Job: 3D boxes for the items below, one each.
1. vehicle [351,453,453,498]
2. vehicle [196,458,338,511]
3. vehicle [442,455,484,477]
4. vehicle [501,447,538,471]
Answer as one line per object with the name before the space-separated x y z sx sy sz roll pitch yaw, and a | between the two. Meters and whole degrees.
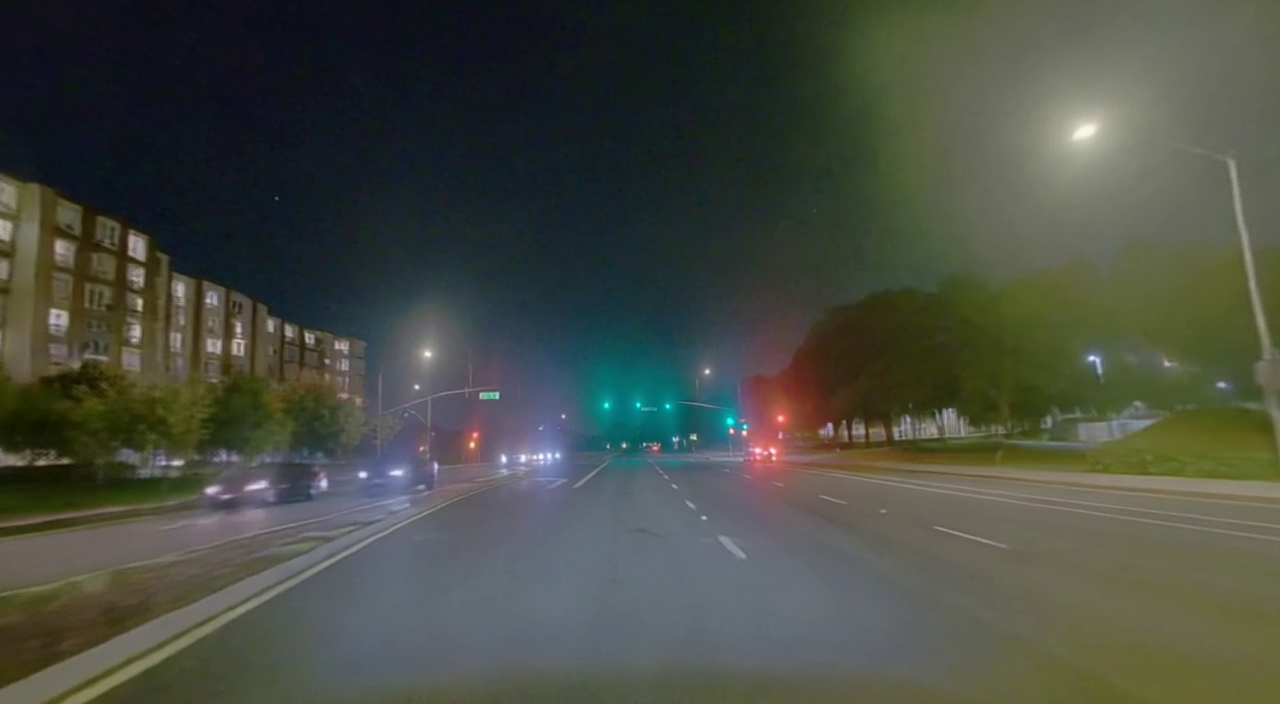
vehicle | -8.788 4.573 23.847 2.140 1.460 4.449 0 -9 0
vehicle | -12.309 4.367 21.274 1.973 1.485 4.616 0 -9 0
vehicle | -12.150 7.863 43.663 1.880 1.344 3.782 0 -8 -2
vehicle | -9.358 8.326 49.300 2.035 1.711 4.463 0 -9 -1
